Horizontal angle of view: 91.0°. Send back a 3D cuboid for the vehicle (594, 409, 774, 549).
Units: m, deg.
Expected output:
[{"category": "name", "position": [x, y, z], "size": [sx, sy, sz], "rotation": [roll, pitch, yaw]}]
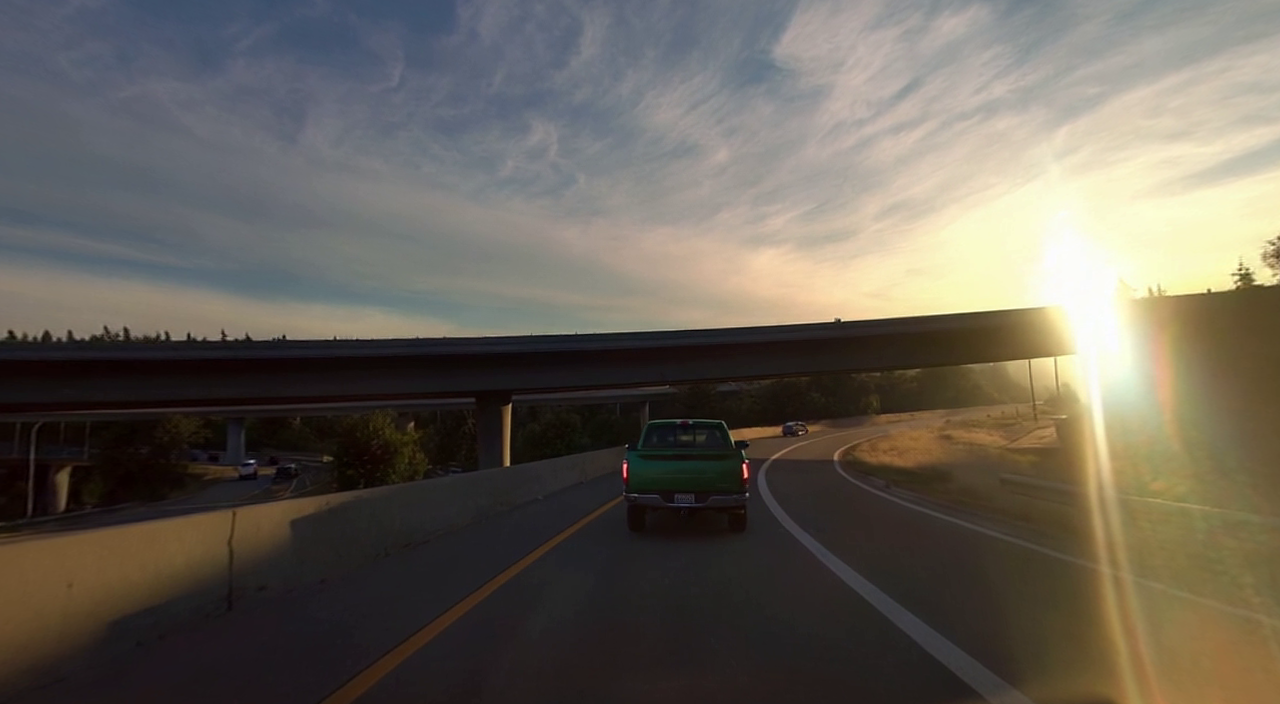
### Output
[{"category": "vehicle", "position": [0.739, 1.905, 10.139], "size": [2.235, 1.716, 4.435], "rotation": [-1, -8, 5]}]
